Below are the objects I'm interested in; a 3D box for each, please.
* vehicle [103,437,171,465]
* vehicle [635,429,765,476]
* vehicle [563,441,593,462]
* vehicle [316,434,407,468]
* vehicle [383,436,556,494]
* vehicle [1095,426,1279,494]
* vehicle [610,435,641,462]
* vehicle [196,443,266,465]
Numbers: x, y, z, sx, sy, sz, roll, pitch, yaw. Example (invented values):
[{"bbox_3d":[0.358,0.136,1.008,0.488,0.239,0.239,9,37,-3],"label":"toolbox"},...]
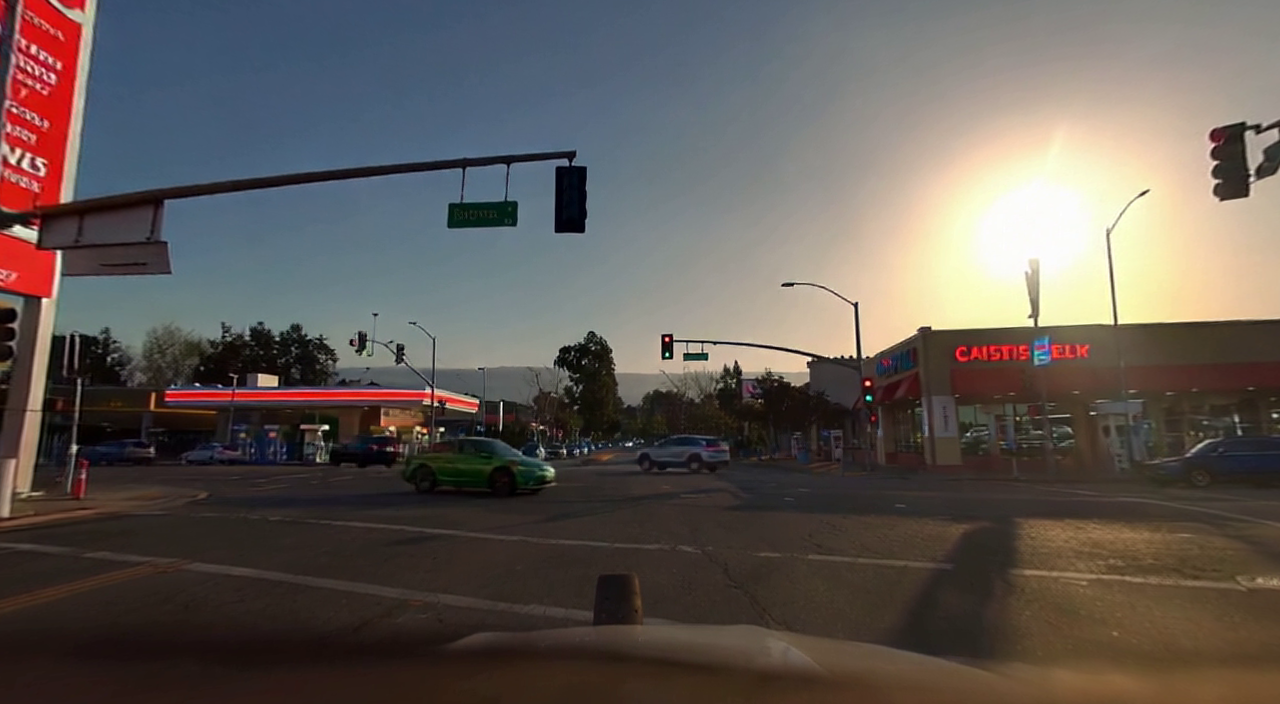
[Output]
[{"bbox_3d":[-34.163,6.715,42.915,4.311,1.742,1.864,-5,-9,27],"label":"vehicle"},{"bbox_3d":[2.282,3.854,24.380,4.568,1.643,1.911,-4,-9,26],"label":"vehicle"},{"bbox_3d":[-4.604,7.458,47.572,2.003,1.481,4.091,0,-8,-2],"label":"vehicle"},{"bbox_3d":[-14.716,5.226,33.326,4.562,1.676,1.819,-5,-9,27],"label":"vehicle"},{"bbox_3d":[-4.851,3.138,17.877,4.670,1.458,1.959,-5,-10,30],"label":"vehicle"},{"bbox_3d":[14.211,2.601,15.365,4.681,1.495,2.096,-4,-9,25],"label":"vehicle"},{"bbox_3d":[-1.114,6.927,45.454,2.083,1.764,5.011,0,-8,-3],"label":"vehicle"},{"bbox_3d":[-28.520,7.086,44.030,4.801,1.466,1.830,-5,-9,27],"label":"vehicle"}]
